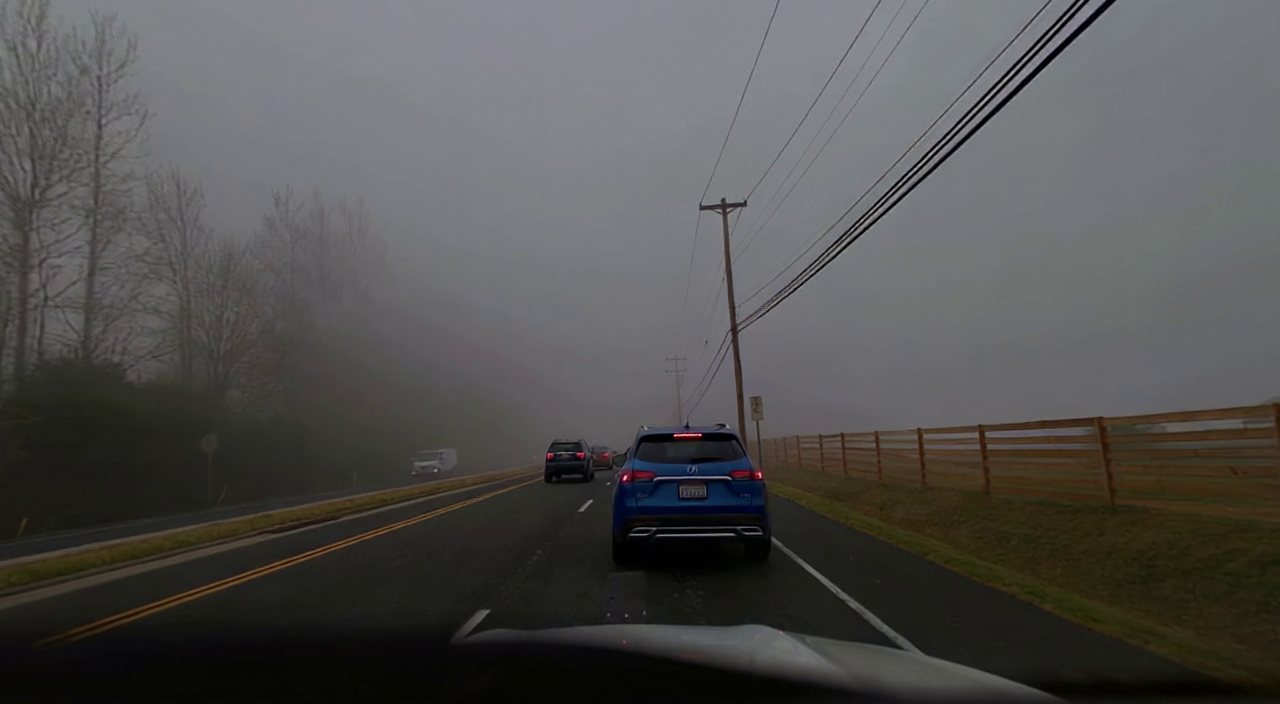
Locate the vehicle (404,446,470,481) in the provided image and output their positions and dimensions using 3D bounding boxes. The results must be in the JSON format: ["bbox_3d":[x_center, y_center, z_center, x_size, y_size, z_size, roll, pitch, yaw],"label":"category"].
[{"bbox_3d":[-11.784,6.482,37.005,2.187,1.863,5.152,0,-9,0],"label":"vehicle"}]

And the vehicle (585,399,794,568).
[{"bbox_3d":[0.488,1.673,8.686,2.174,1.749,4.113,0,-9,-1],"label":"vehicle"}]

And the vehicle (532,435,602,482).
[{"bbox_3d":[-2.705,4.074,24.300,2.037,1.639,4.213,0,-9,2],"label":"vehicle"}]
